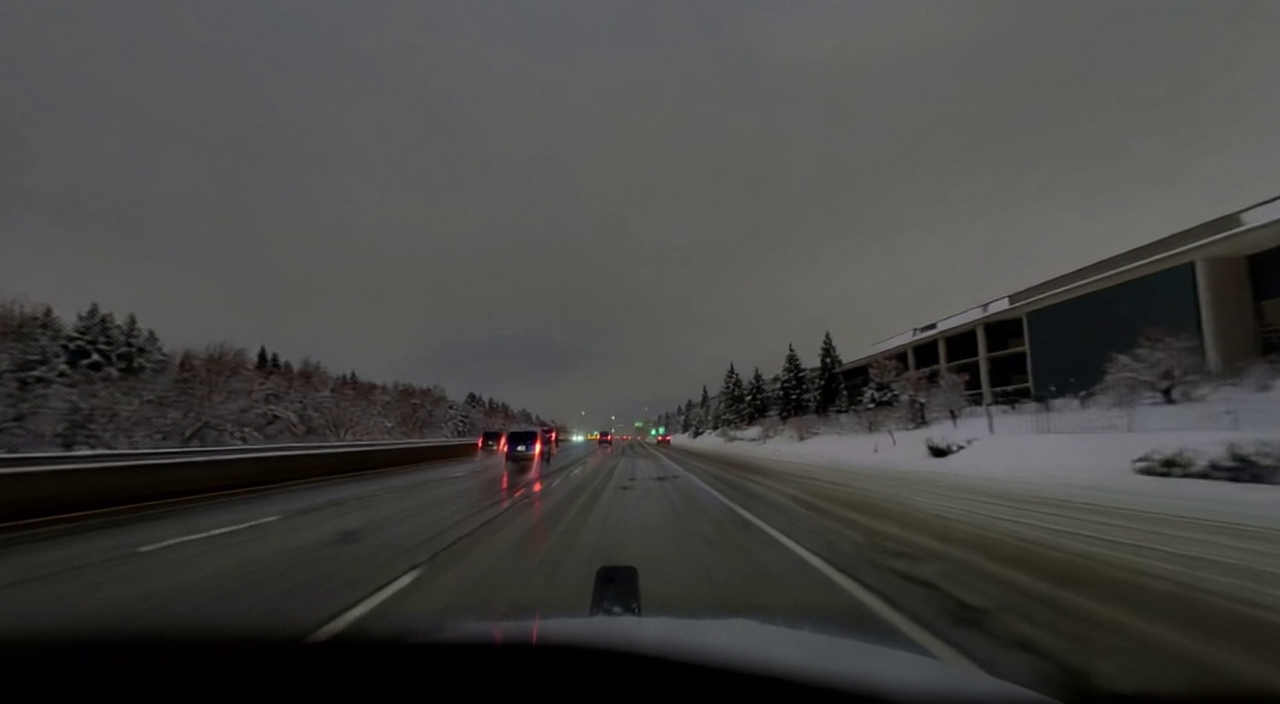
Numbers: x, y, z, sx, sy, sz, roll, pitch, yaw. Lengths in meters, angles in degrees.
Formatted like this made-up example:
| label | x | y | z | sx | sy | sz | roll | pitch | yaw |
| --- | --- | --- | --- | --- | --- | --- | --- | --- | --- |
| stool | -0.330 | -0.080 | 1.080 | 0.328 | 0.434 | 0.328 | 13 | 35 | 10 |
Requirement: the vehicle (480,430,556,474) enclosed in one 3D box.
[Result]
| label | x | y | z | sx | sy | sz | roll | pitch | yaw |
| --- | --- | --- | --- | --- | --- | --- | --- | --- | --- |
| vehicle | -4.506 | 3.750 | 23.894 | 1.996 | 1.490 | 4.571 | 0 | -8 | 0 |
